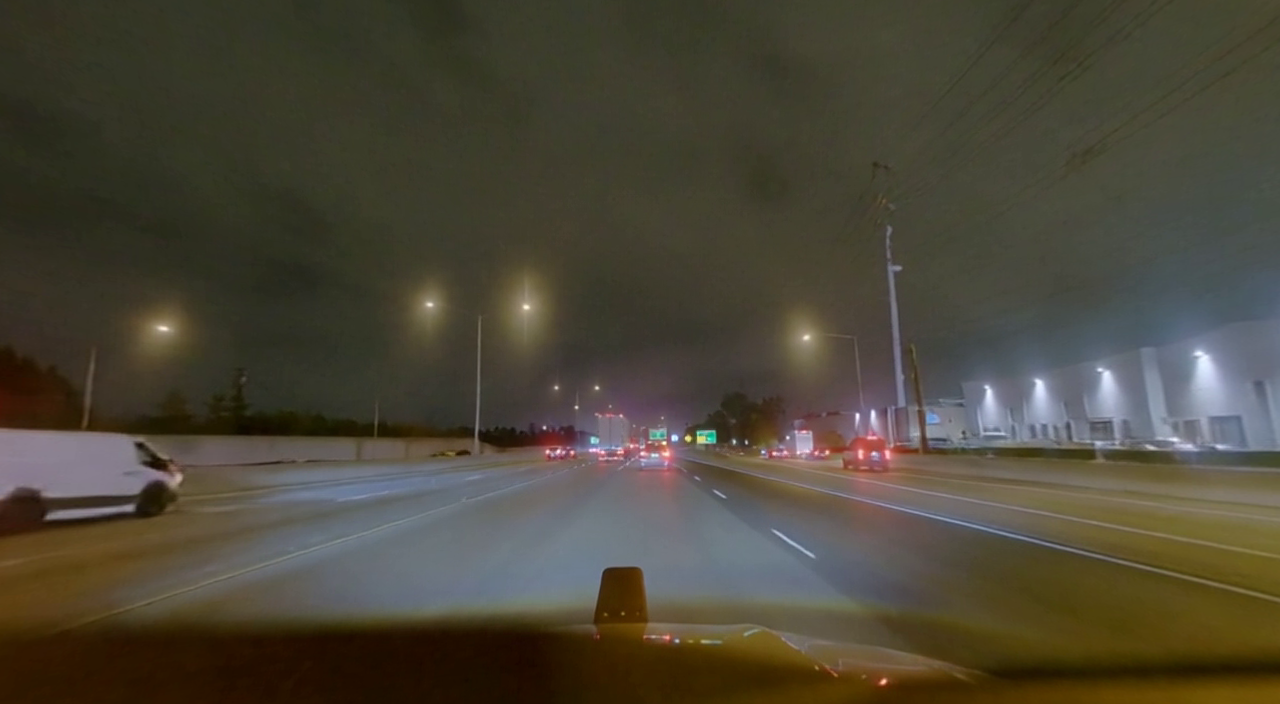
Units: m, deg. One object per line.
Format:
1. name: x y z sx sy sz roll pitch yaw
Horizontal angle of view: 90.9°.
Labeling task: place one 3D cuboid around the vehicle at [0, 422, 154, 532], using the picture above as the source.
1. vehicle: -10.895 2.011 10.266 2.097 1.673 4.730 0 -8 1

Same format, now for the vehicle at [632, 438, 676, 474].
1. vehicle: 0.749 5.771 35.278 2.279 1.837 4.747 0 -8 0
